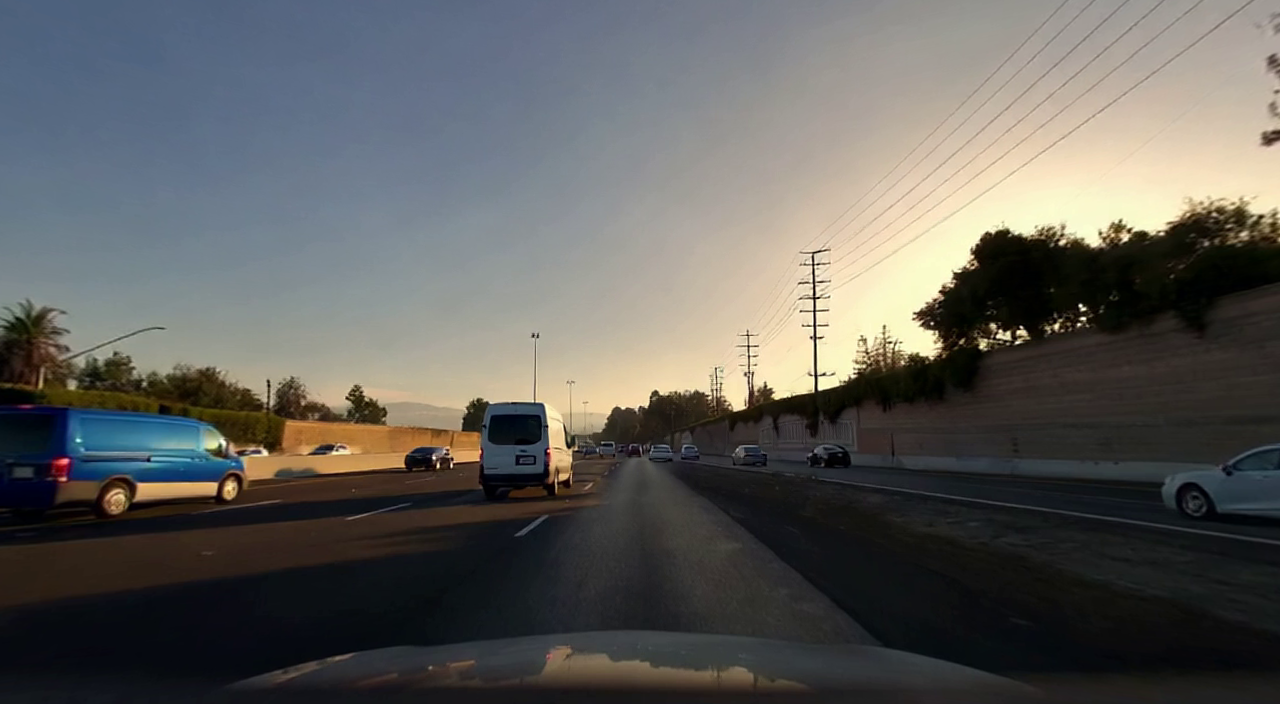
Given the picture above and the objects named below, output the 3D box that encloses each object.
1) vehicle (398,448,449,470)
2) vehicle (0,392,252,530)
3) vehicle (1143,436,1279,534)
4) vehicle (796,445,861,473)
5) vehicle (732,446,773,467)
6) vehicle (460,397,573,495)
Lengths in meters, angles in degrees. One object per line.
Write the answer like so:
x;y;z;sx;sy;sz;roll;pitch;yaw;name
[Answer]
-15.158;7.489;44.370;1.948;1.479;4.754;0;-9;0;vehicle
-11.380;2.193;13.135;2.596;2.162;6.328;0;-9;-1;vehicle
11.100;2.084;9.909;2.115;1.525;4.882;0;-9;-4;vehicle
10.378;5.904;34.979;2.052;1.470;4.364;0;-9;-3;vehicle
8.839;8.253;49.936;2.095;1.504;4.536;0;-9;-5;vehicle
-3.684;3.009;20.149;2.395;2.660;5.827;0;-9;0;vehicle
